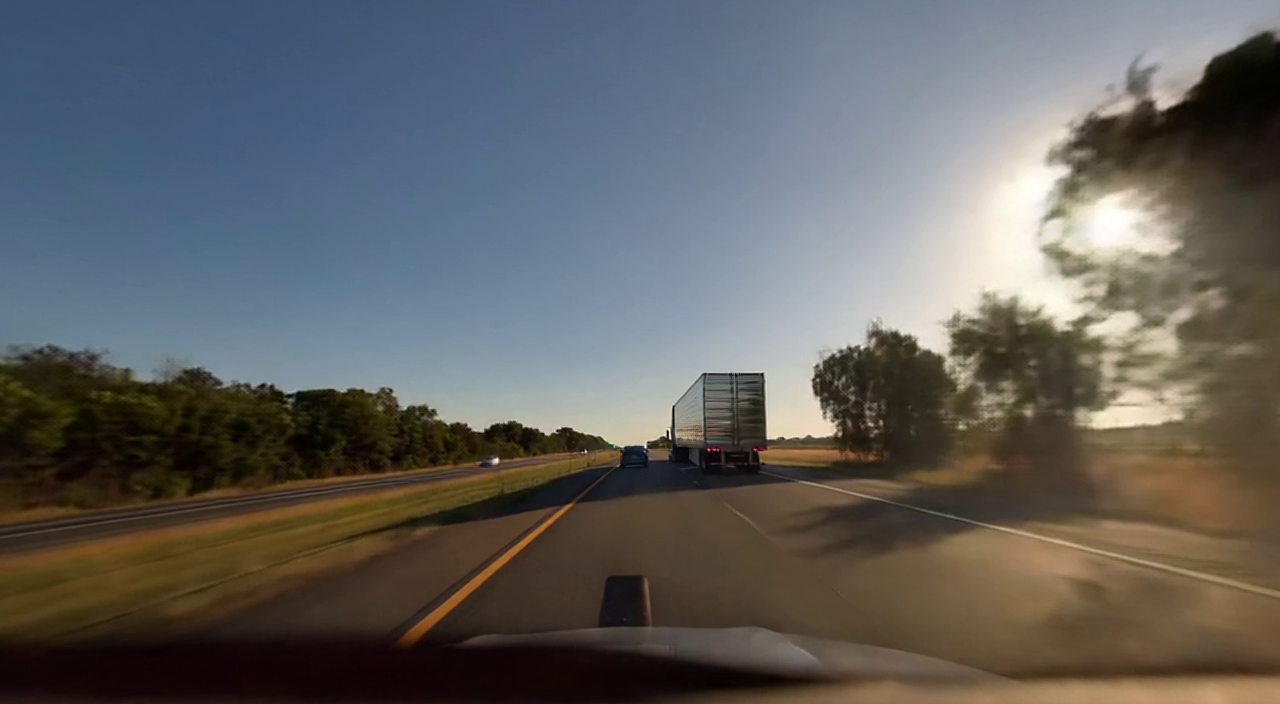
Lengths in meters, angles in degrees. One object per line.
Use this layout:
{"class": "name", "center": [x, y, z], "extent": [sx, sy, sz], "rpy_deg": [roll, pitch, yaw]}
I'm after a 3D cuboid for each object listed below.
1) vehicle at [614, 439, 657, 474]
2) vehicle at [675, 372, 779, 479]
{"class": "vehicle", "center": [-0.221, 5.038, 30.610], "extent": [1.968, 1.515, 4.025], "rpy_deg": [0, -8, 0]}
{"class": "vehicle", "center": [3.863, 4.063, 32.839], "extent": [2.929, 4.158, 15.921], "rpy_deg": [0, -9, -1]}
